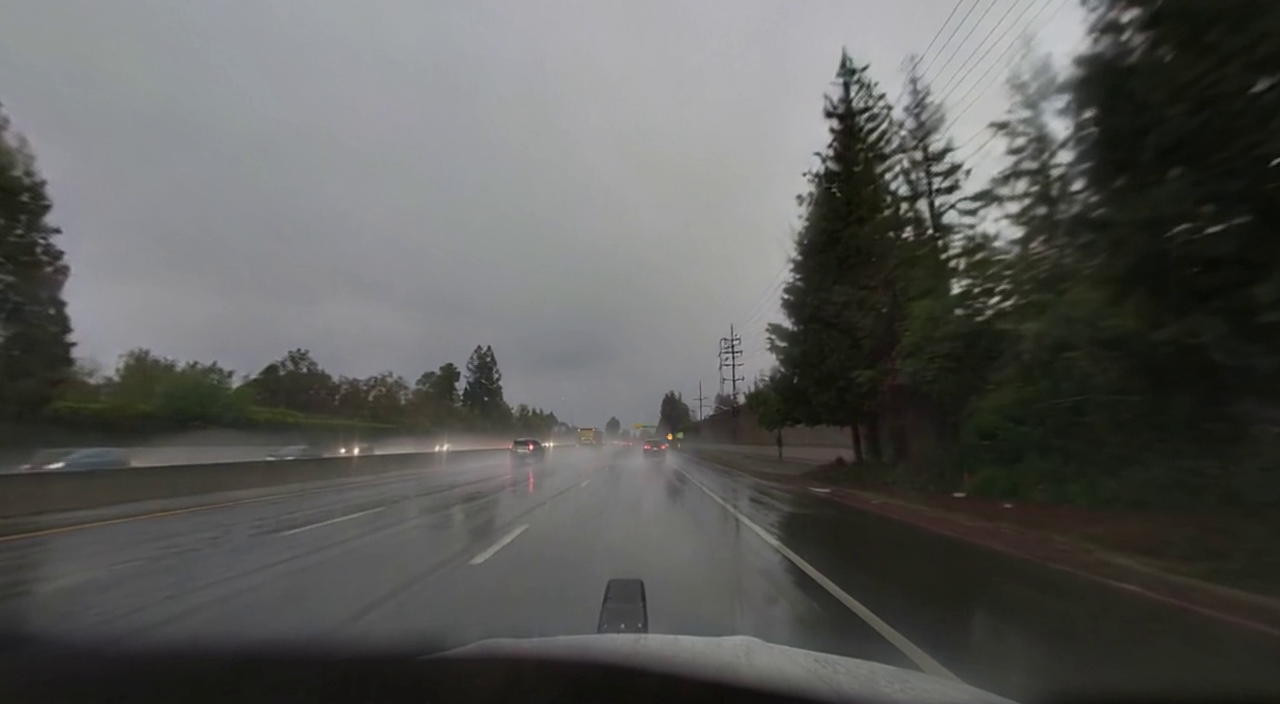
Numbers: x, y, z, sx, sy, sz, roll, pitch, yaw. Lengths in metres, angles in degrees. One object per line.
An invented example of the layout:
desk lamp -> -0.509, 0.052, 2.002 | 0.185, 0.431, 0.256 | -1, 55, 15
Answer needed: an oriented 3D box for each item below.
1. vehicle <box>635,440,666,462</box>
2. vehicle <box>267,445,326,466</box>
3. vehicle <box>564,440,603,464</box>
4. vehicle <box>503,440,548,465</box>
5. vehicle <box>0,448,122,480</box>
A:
vehicle -> 0.707, 6.831, 43.412 | 2.057, 1.453, 3.926 | 0, -8, 1
vehicle -> -25.020, 7.562, 45.883 | 1.787, 1.432, 4.287 | 0, -8, 1
vehicle -> -3.544, 6.385, 40.207 | 2.046, 1.478, 4.111 | 0, -8, 1
vehicle -> -7.079, 6.246, 39.244 | 1.936, 1.497, 4.251 | 0, -8, 1
vehicle -> -29.219, 5.626, 31.831 | 1.901, 1.468, 4.681 | 0, -8, 0
